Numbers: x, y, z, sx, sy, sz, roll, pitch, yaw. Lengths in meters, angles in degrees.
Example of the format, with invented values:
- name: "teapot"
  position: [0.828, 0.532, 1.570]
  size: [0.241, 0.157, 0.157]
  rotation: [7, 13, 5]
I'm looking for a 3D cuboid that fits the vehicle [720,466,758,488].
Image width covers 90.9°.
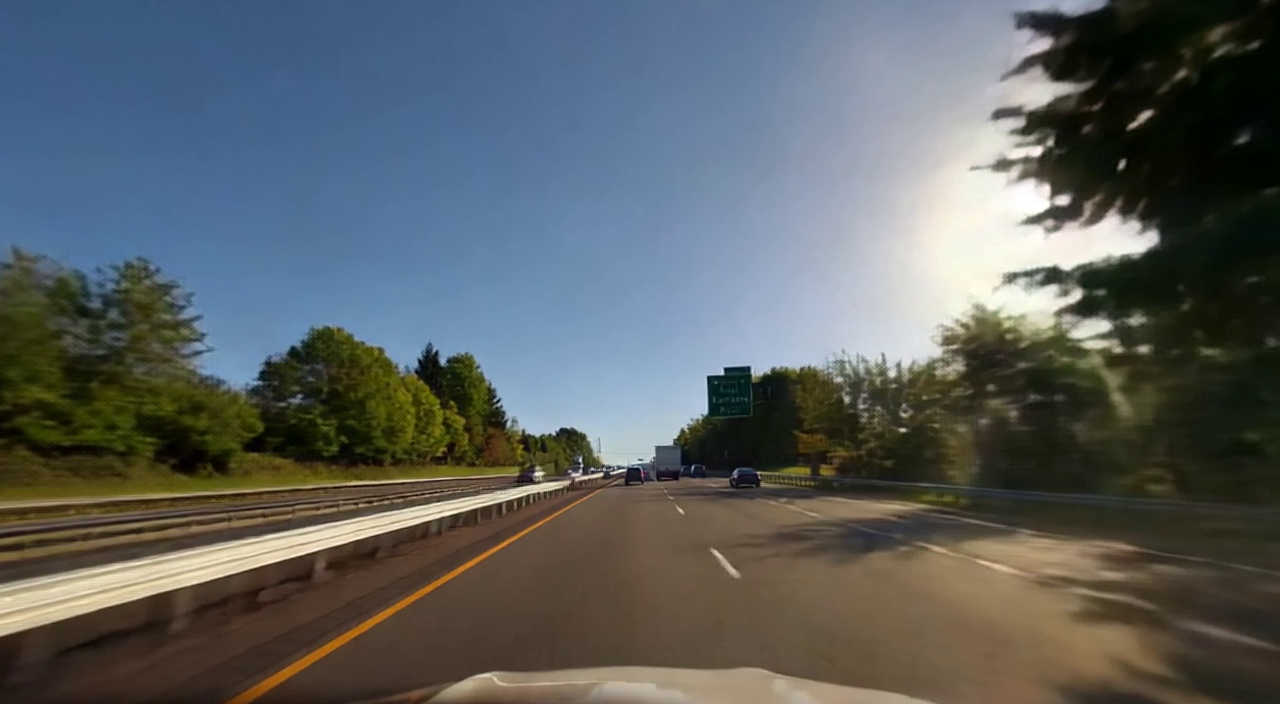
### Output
- name: "vehicle"
  position: [7.350, 9.355, 47.196]
  size: [1.977, 1.494, 4.311]
  rotation: [1, -10, -2]

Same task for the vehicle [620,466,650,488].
- name: "vehicle"
  position: [-0.358, 8.849, 44.772]
  size: [2.025, 1.452, 3.927]
  rotation: [1, -10, -1]
